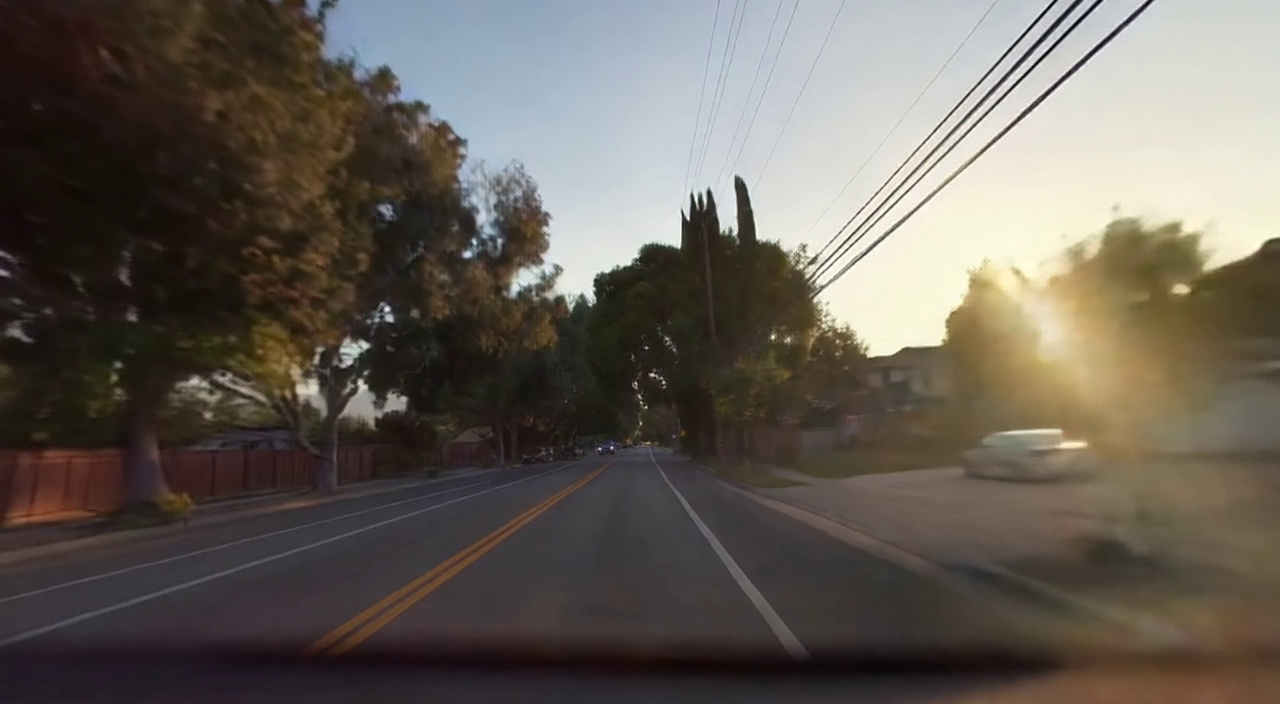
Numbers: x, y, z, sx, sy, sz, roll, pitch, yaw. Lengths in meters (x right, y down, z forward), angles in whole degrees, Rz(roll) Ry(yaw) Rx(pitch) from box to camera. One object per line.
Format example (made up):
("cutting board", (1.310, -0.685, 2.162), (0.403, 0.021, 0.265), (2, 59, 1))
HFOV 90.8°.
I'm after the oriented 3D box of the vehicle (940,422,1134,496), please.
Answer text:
("vehicle", (10.778, 2.952, 17.760), (2.194, 1.577, 4.838), (-5, -8, 0))
